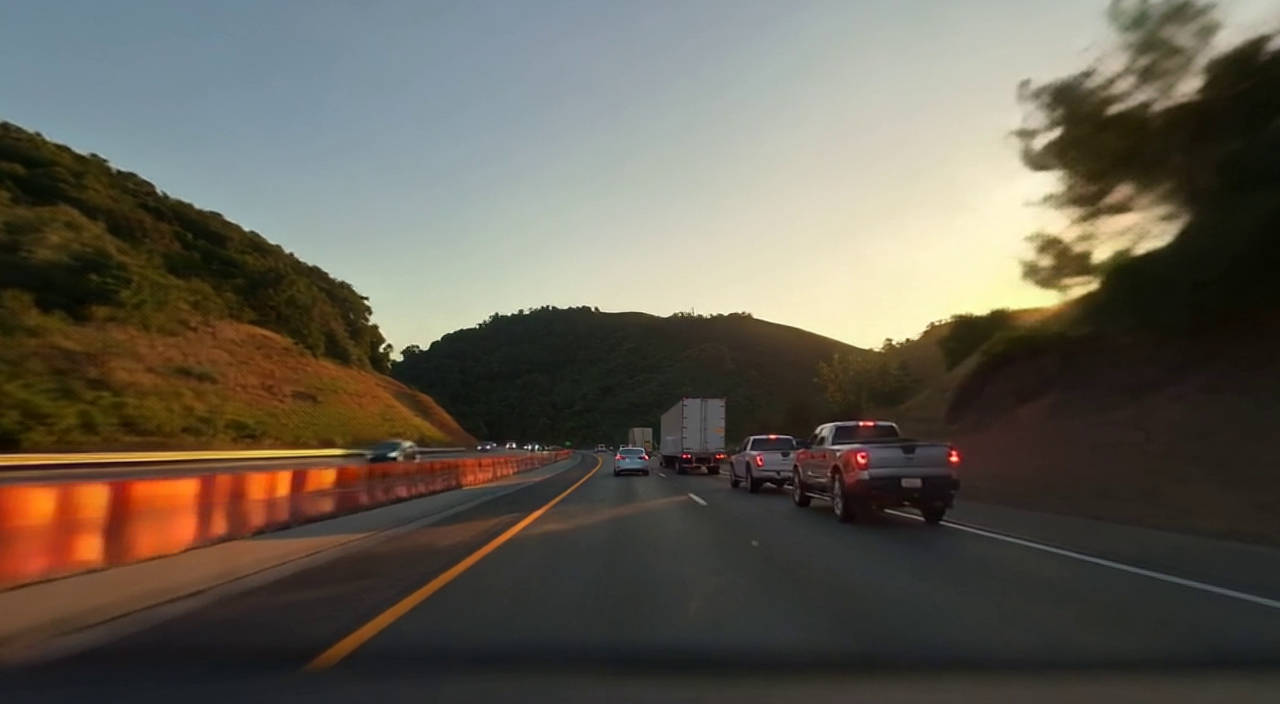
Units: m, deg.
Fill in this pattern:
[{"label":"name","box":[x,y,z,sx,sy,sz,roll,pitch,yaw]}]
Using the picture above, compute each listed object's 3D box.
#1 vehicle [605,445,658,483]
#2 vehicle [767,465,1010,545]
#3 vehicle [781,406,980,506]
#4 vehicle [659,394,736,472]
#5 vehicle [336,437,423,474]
[{"label":"vehicle","box":[-0.361,4.544,25.896,2.029,1.437,3.794,0,-9,-1]},{"label":"vehicle","box":[3.974,2.588,11.402,2.129,0.956,5.390,0,-9,-1]},{"label":"vehicle","box":[4.031,1.867,11.479,1.873,1.465,4.264,0,-9,-1]},{"label":"vehicle","box":[3.235,5.381,40.528,2.911,4.099,14.578,0,-9,-3]},{"label":"vehicle","box":[-11.590,4.642,28.434,2.021,1.499,4.455,0,-9,-1]}]
